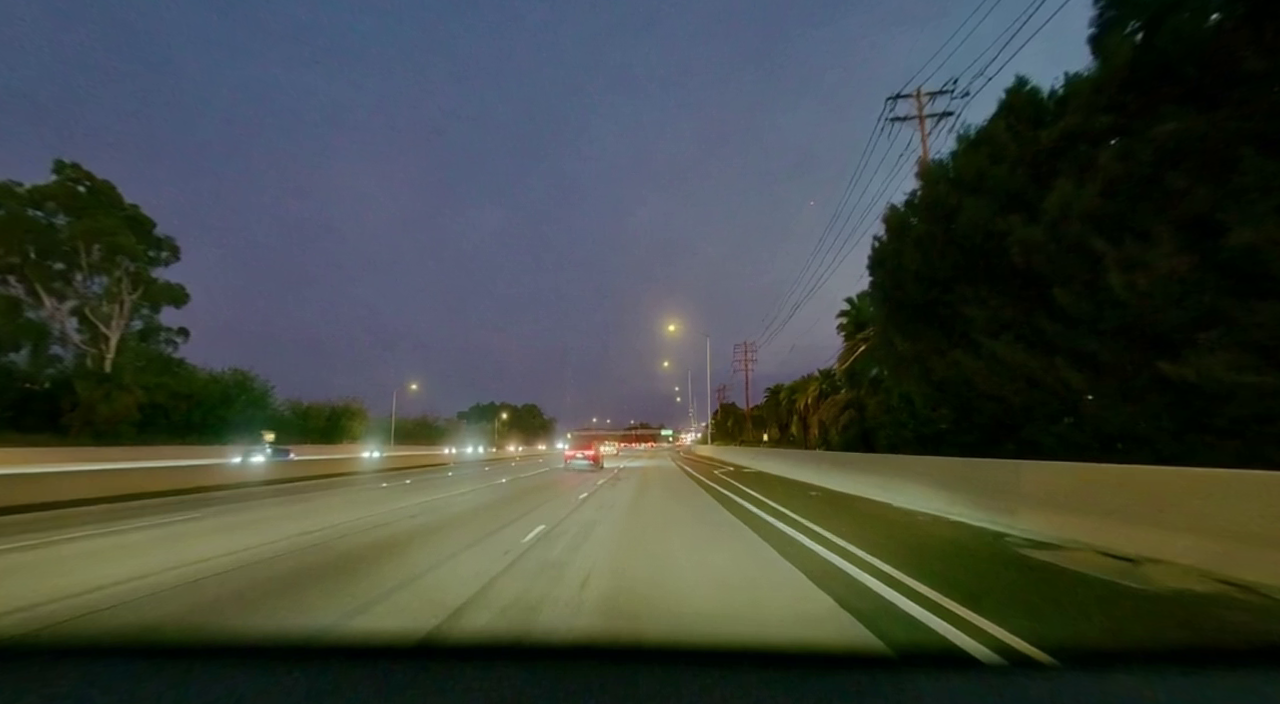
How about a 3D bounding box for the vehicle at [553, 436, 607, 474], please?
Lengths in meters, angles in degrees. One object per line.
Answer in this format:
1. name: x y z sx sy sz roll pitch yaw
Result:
1. vehicle: -2.699 4.747 29.334 2.029 1.609 3.935 0 -8 2
